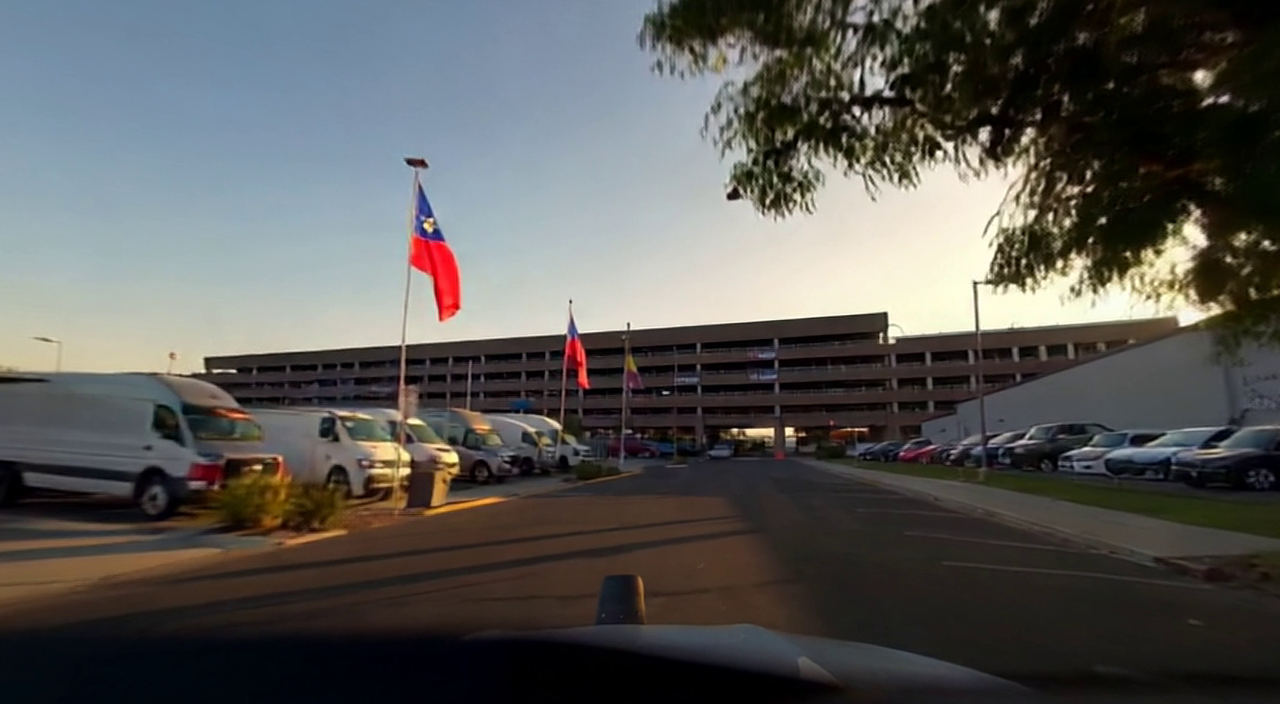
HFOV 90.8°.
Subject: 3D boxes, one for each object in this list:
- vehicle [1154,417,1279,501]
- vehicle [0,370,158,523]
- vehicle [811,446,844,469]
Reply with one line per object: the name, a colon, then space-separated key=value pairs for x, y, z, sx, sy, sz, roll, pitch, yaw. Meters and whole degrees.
vehicle: x=14.737 y=2.407 z=14.483 sx=4.766 sy=1.676 sz=2.167 roll=3 pitch=-9 yaw=-17
vehicle: x=-11.917 y=1.519 z=10.575 sx=6.632 sy=2.126 sz=2.228 roll=-2 pitch=-7 yaw=13
vehicle: x=14.381 y=8.112 z=48.658 sx=2.026 sy=1.659 sz=4.314 roll=-2 pitch=-8 yaw=11
